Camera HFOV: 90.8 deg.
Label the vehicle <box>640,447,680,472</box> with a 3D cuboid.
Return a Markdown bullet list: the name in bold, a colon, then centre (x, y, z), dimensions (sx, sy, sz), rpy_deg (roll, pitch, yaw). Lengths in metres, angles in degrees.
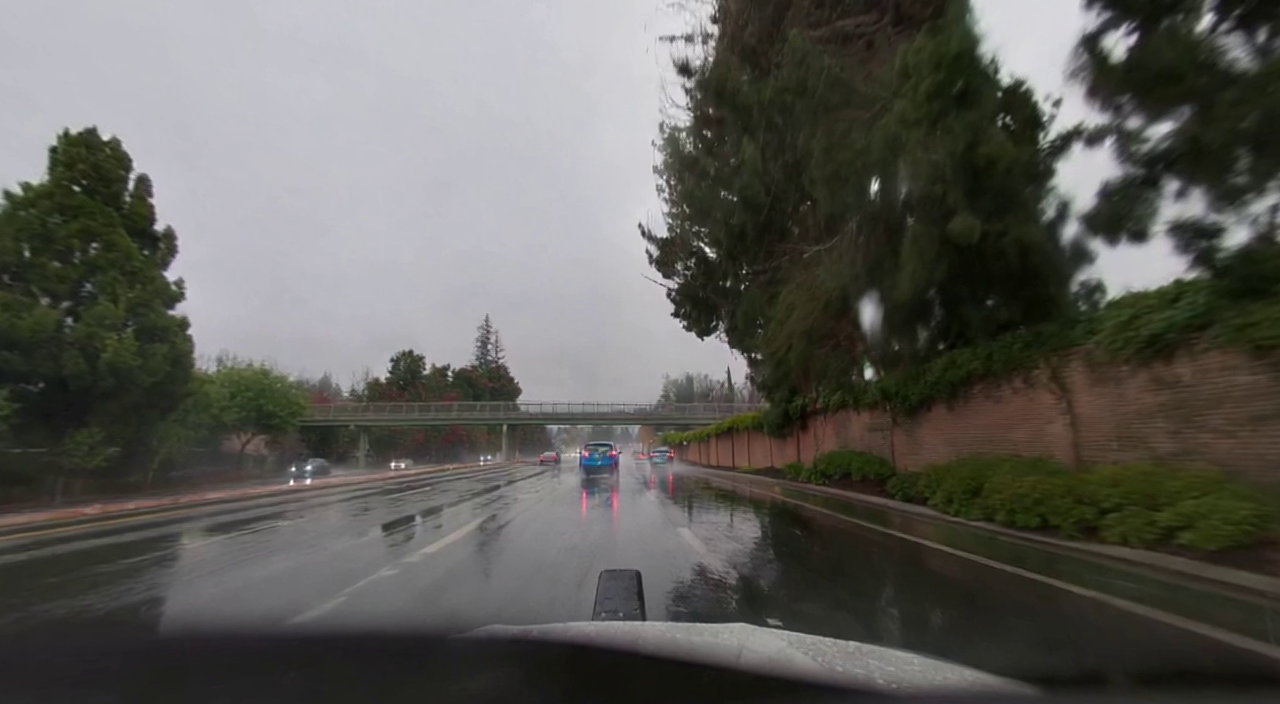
- **vehicle**: centre (1.254, 7.012, 41.441), dimensions (2.205, 1.509, 4.272), rpy_deg (0, -9, -3)

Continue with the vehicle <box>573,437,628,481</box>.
- **vehicle**: centre (-1.693, 4.647, 27.770), dimensions (2.223, 1.771, 4.581), rpy_deg (0, -9, -2)
